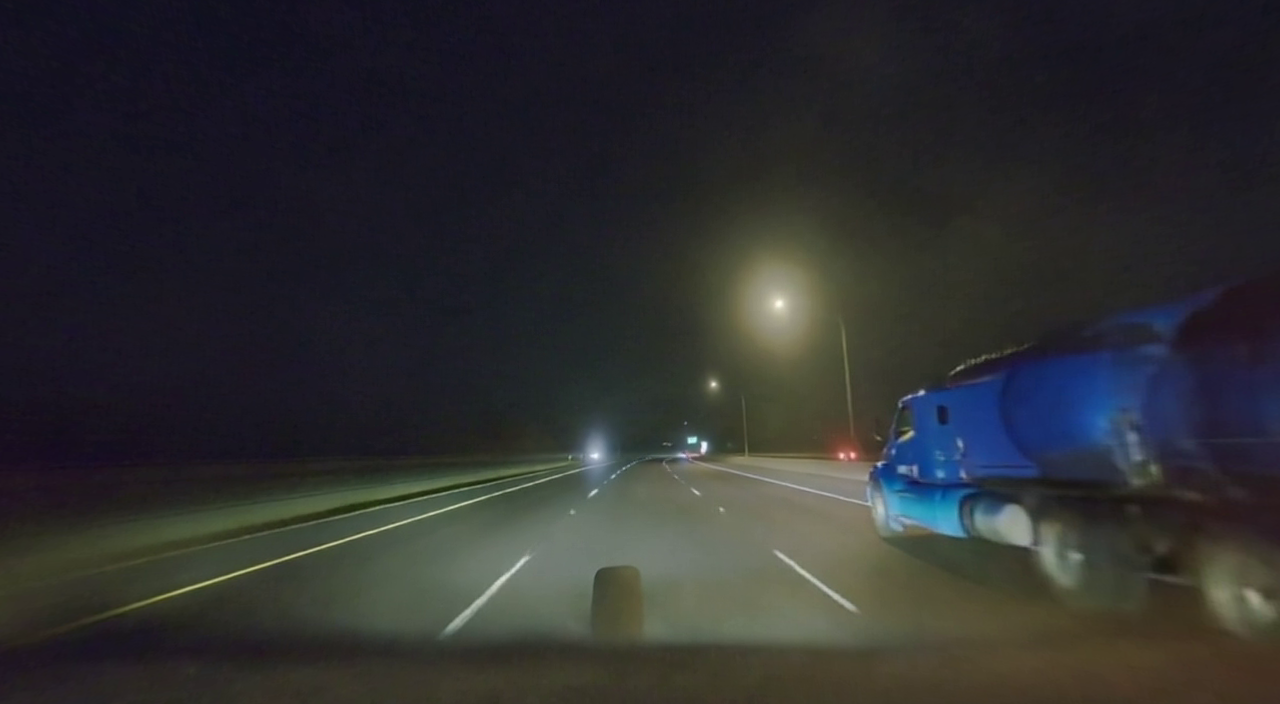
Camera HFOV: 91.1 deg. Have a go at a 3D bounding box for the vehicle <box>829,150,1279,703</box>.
[{"bbox_3d":[4.148,0.807,5.487,2.436,2.701,7.451,0,-9,-2],"label":"vehicle"}]
